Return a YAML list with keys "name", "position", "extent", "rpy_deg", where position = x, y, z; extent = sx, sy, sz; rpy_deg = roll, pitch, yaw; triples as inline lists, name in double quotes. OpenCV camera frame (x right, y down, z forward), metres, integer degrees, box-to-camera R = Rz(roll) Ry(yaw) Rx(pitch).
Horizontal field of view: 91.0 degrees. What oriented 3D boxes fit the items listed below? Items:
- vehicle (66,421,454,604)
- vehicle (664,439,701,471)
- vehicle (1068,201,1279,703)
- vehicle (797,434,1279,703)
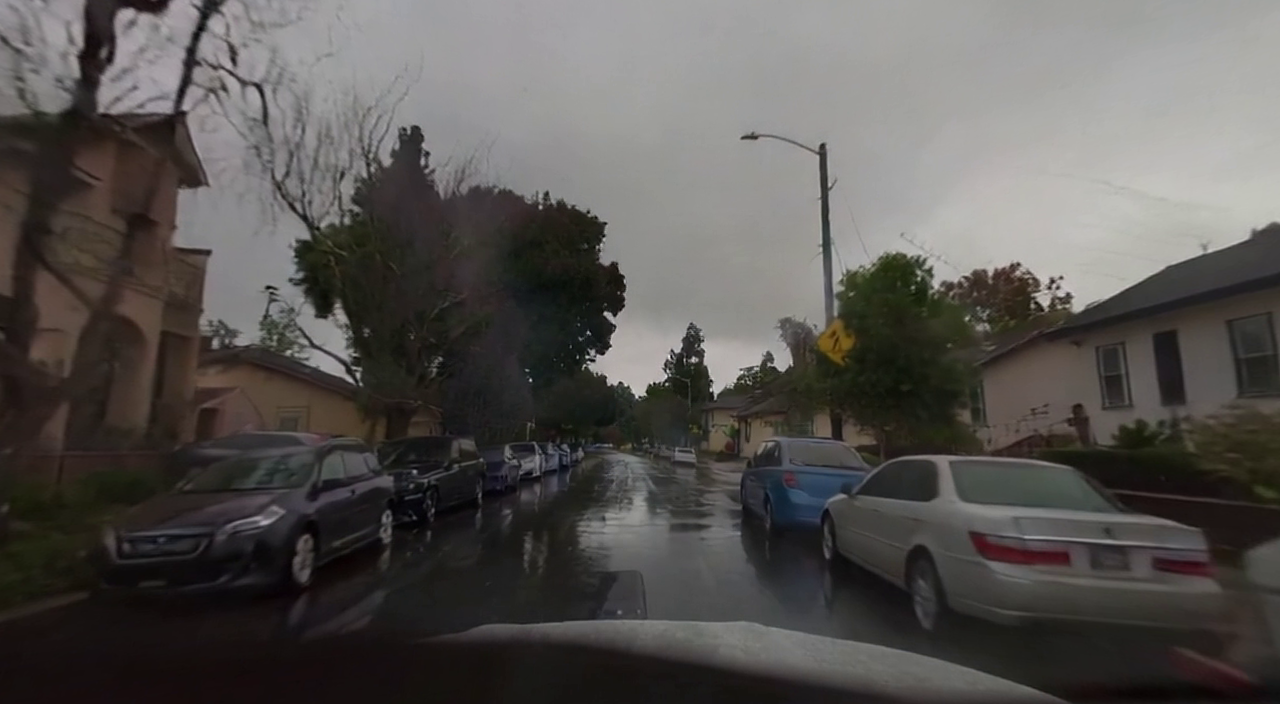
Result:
- name: "vehicle"
  position: [-4.092, 1.762, 8.038]
  extent: [1.908, 1.493, 4.806]
  rpy_deg: [4, -8, 0]
- name: "vehicle"
  position: [3.028, 7.414, 45.793]
  extent: [2.191, 2.038, 4.962]
  rpy_deg: [0, -6, -2]
- name: "vehicle"
  position: [3.070, 0.385, 0.488]
  extent: [1.993, 2.129, 4.893]
  rpy_deg: [-1, -7, 0]
- name: "vehicle"
  position: [3.050, 1.557, 5.911]
  extent: [1.808, 1.428, 4.824]
  rpy_deg: [-1, -6, -1]
